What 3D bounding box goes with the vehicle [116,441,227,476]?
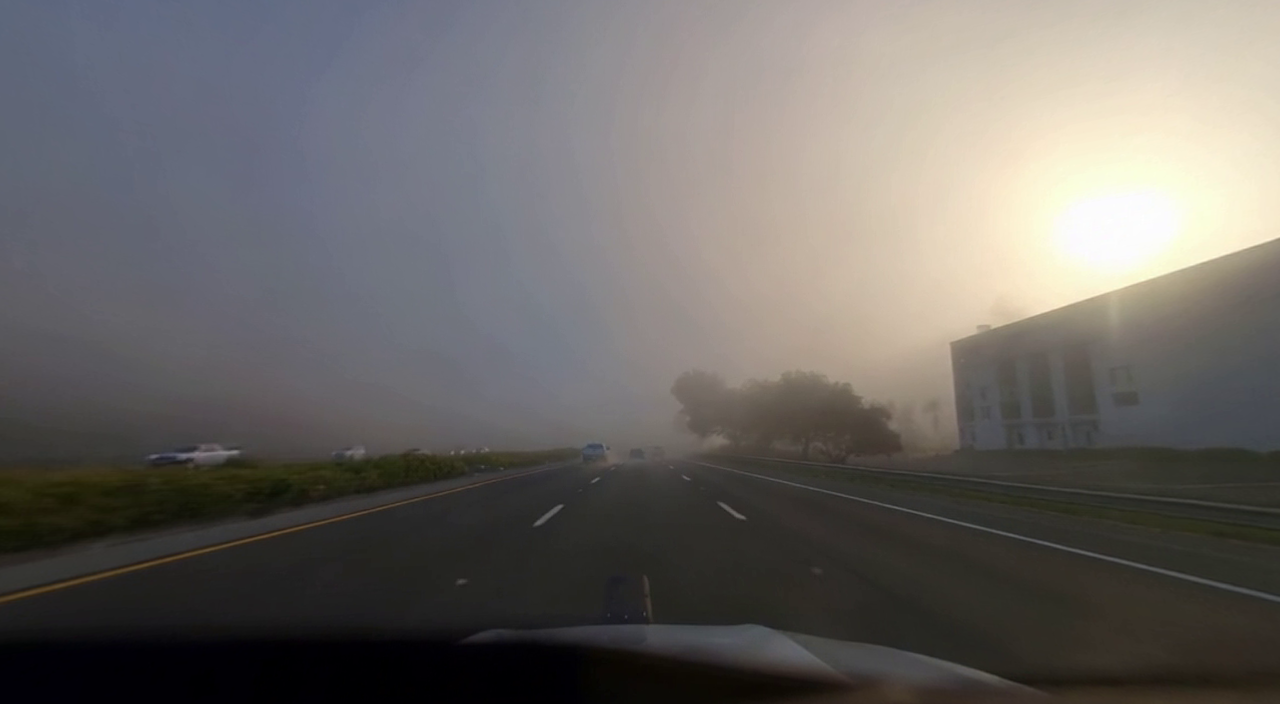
[{"bbox_3d":[-28.125,6.402,38.179,2.175,1.906,5.815,0,-9,1],"label":"vehicle"}]
